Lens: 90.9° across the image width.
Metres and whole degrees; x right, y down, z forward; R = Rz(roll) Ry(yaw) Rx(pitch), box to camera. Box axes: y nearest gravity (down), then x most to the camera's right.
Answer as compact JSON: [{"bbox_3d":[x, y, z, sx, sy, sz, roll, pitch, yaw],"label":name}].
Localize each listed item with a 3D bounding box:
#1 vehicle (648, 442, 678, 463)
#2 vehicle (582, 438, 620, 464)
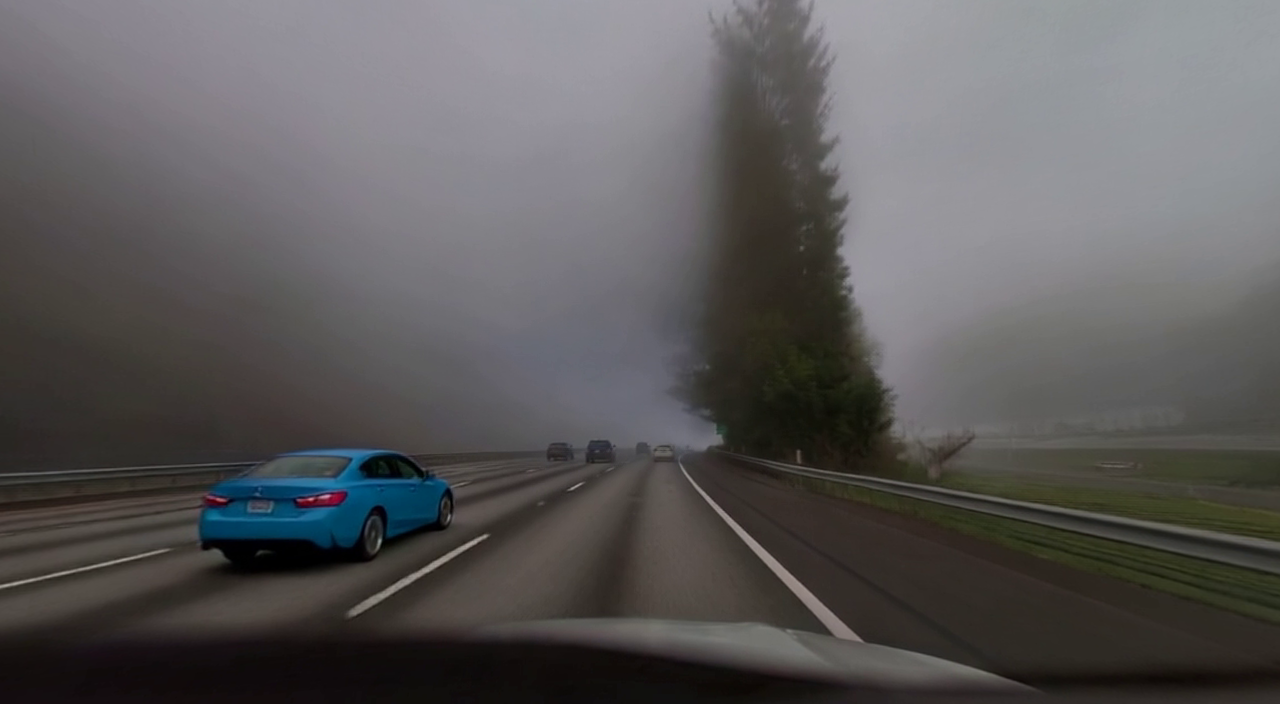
[{"bbox_3d":[1.691,7.233,45.620,2.113,1.464,4.073,0,-8,3],"label":"vehicle"},{"bbox_3d":[-2.612,6.776,43.307,2.071,1.716,4.363,0,-8,4],"label":"vehicle"}]
